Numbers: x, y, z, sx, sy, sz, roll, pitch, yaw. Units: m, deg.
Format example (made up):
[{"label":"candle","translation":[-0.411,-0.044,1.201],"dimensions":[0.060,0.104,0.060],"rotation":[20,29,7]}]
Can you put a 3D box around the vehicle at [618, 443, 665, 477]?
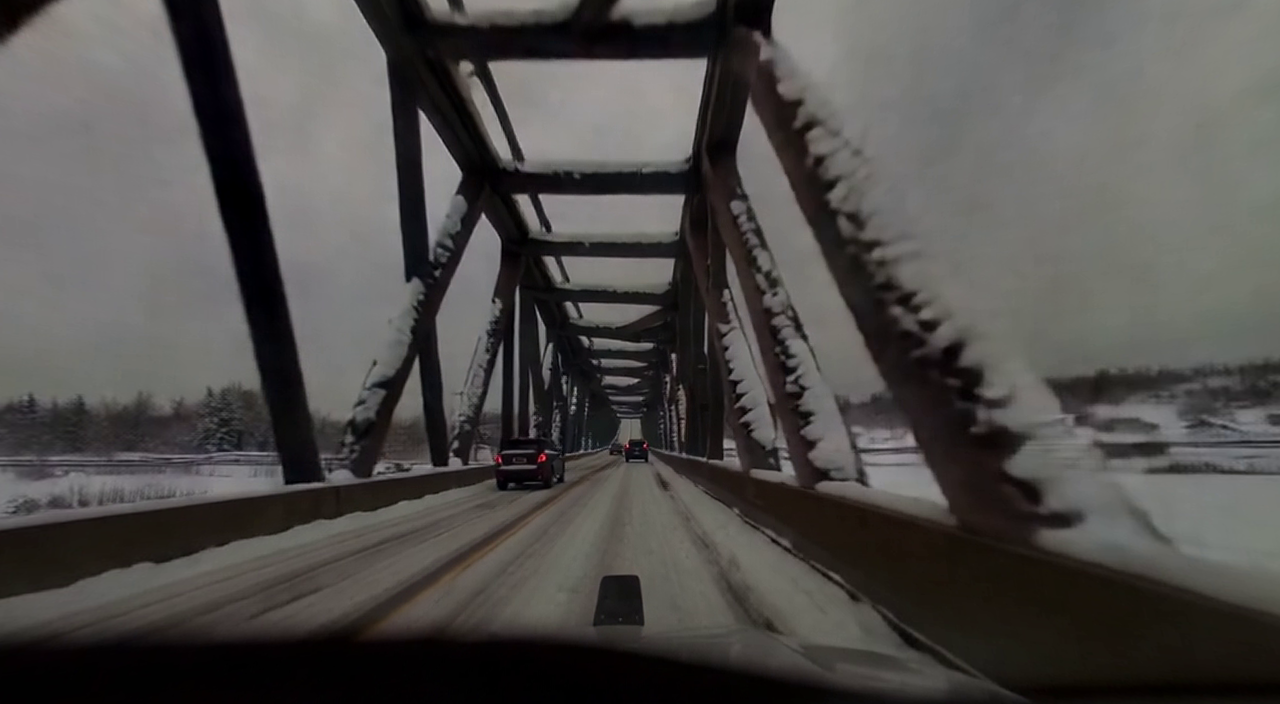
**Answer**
[{"label":"vehicle","translation":[0.070,5.046,29.739],"dimensions":[2.048,1.450,3.973],"rotation":[0,-9,0]}]

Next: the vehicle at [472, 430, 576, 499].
[{"label":"vehicle","translation":[-3.339,3.358,19.222],"dimensions":[2.190,1.807,4.741],"rotation":[-1,-9,1]}]
